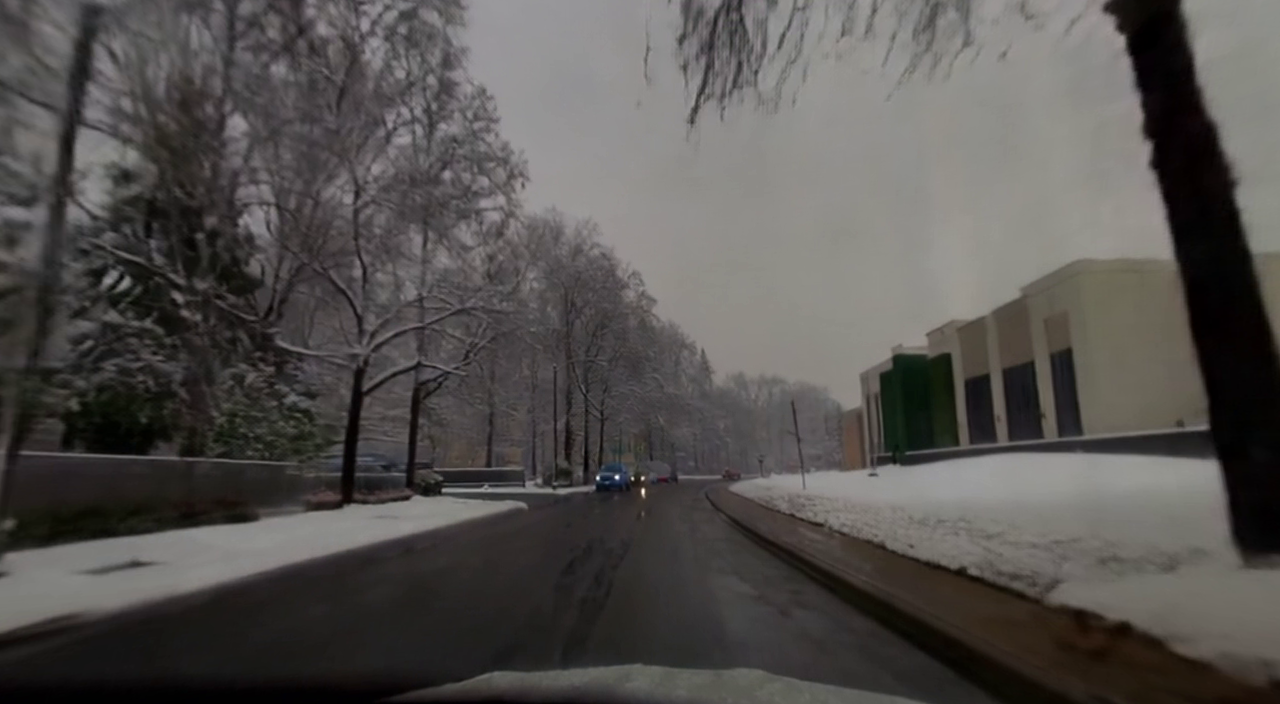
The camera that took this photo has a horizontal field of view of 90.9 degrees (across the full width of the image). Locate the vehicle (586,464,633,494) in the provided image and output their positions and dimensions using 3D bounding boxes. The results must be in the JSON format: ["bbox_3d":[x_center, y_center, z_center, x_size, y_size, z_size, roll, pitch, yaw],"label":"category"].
[{"bbox_3d":[-1.887,8.136,40.583,2.022,1.776,4.625,-3,-10,10],"label":"vehicle"}]
